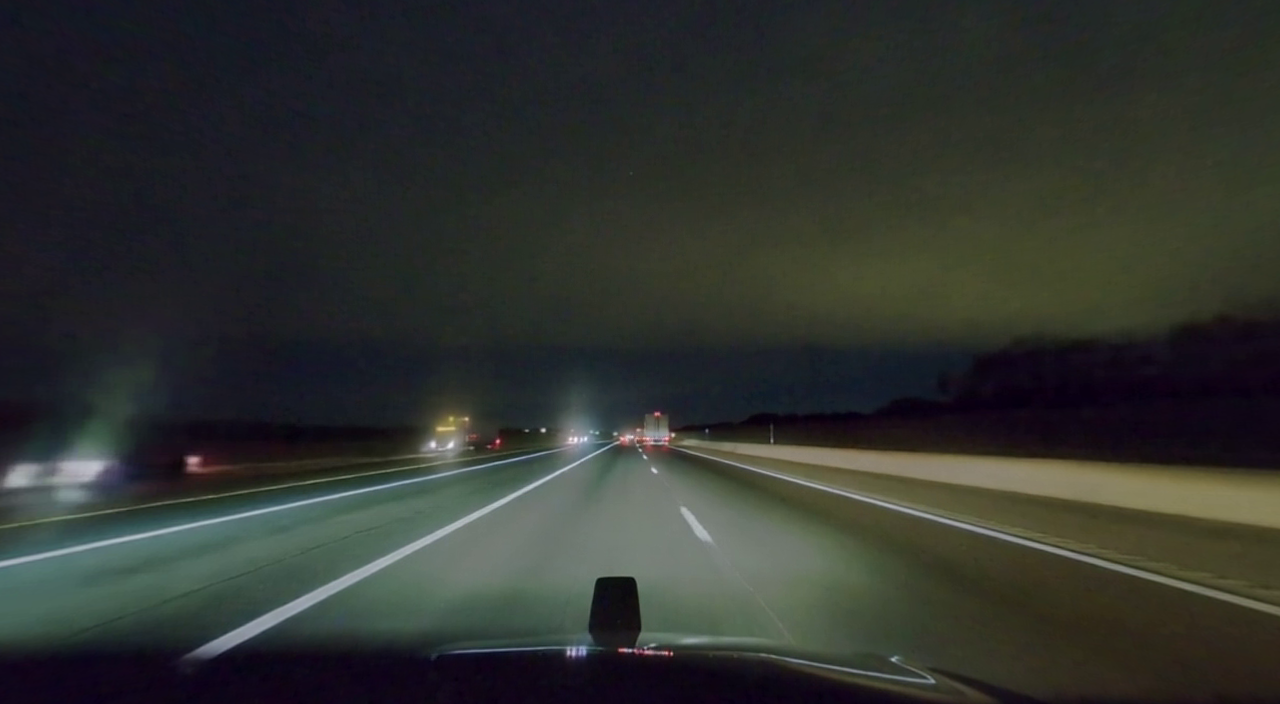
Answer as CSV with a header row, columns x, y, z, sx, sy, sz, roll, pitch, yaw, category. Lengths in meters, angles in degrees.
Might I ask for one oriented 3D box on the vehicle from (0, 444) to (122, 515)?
x,y,z,sx,sy,sz,roll,pitch,yaw,category
-15.316,3.040,15.207,1.868,1.545,4.366,0,-8,-1,vehicle
